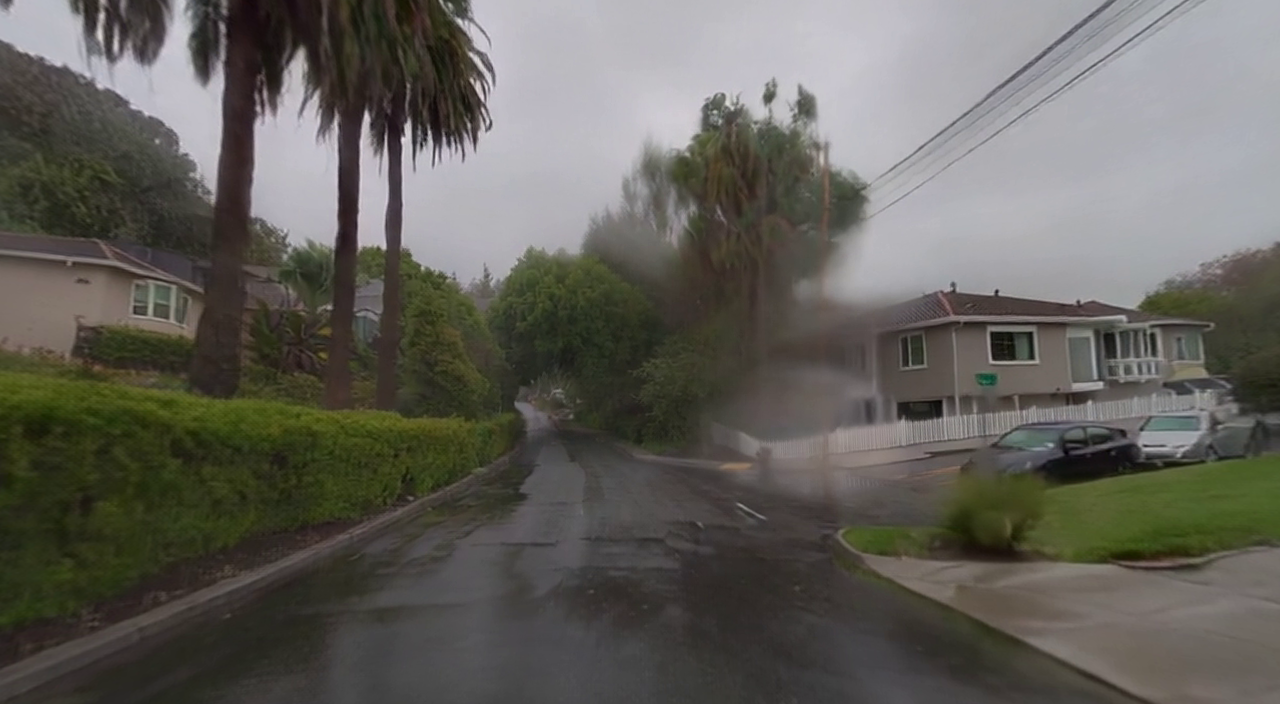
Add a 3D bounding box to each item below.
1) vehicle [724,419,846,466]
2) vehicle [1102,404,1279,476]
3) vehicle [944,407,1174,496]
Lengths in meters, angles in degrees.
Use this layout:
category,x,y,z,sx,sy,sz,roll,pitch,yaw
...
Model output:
category,x,y,z,sx,sy,sz,roll,pitch,yaw
vehicle,7.113,4.475,30.751,5.663,1.913,2.170,7,-12,-26
vehicle,15.542,2.472,17.582,4.451,1.784,2.028,3,-9,-22
vehicle,10.263,2.481,15.576,4.443,1.948,2.230,3,-11,-17
